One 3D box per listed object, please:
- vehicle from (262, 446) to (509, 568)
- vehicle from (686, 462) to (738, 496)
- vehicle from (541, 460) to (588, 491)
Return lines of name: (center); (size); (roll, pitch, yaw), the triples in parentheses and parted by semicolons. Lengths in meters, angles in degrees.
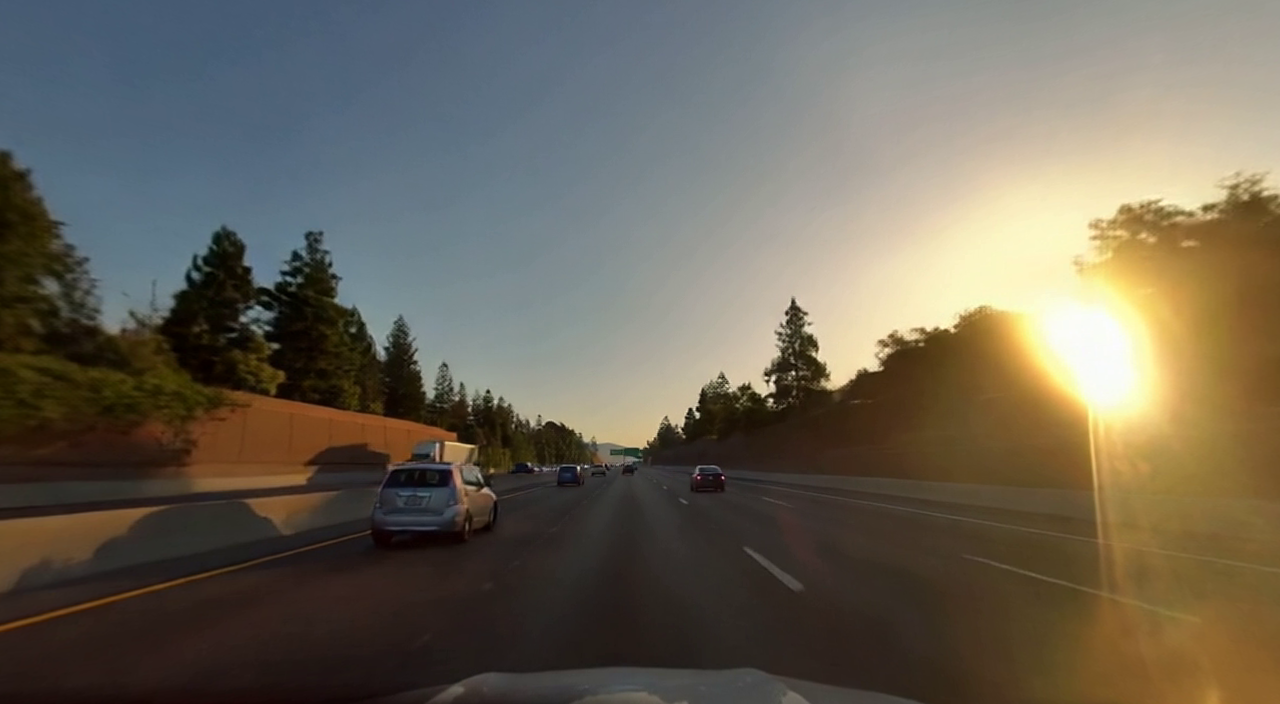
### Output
vehicle: (-3.643, 2.362, 10.245); (2.004, 1.468, 4.812); (1, -10, 0)
vehicle: (3.492, 6.247, 31.247); (1.981, 1.516, 4.109); (1, -10, -1)
vehicle: (-3.909, 6.529, 33.335); (2.000, 1.484, 3.995); (1, -10, -1)
